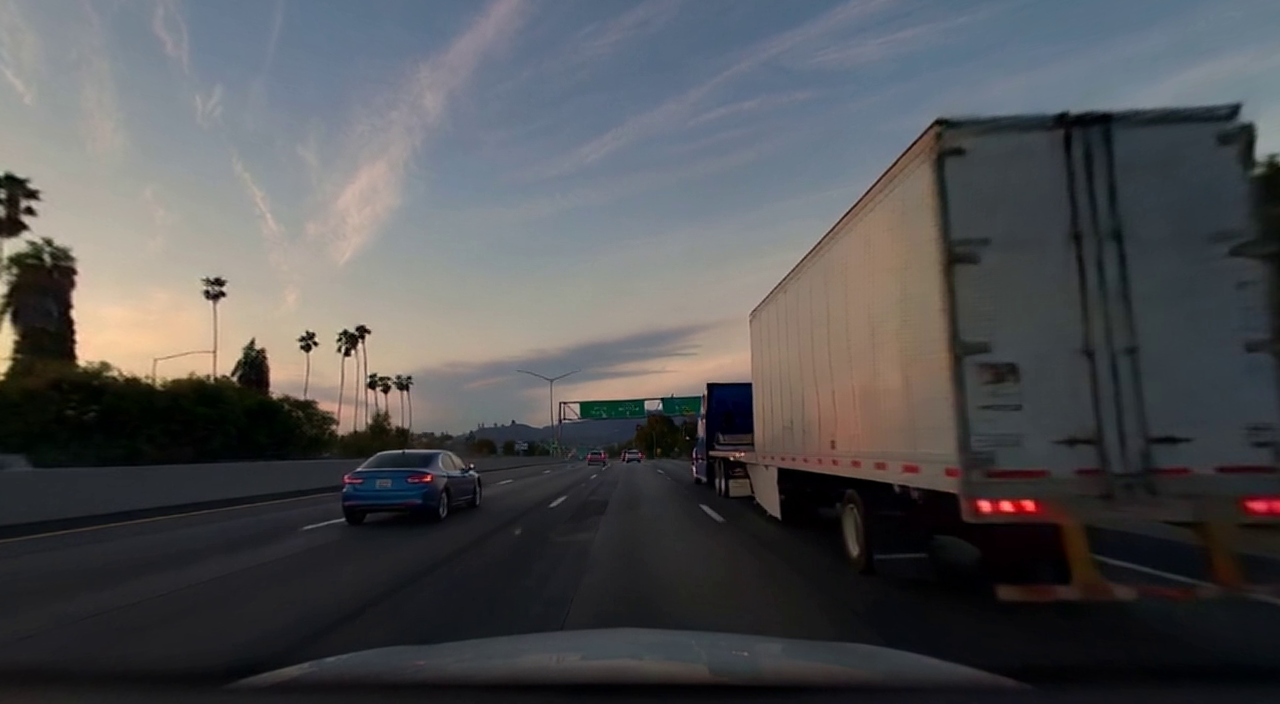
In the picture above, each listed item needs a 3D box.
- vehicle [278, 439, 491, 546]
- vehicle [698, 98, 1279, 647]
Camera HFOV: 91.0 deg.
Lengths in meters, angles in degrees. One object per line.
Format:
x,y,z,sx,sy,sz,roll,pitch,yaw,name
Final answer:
-4.245,2.381,11.361,2.120,1.537,4.139,0,-9,-1,vehicle
3.570,1.242,12.837,2.891,4.123,16.415,0,-9,-1,vehicle
